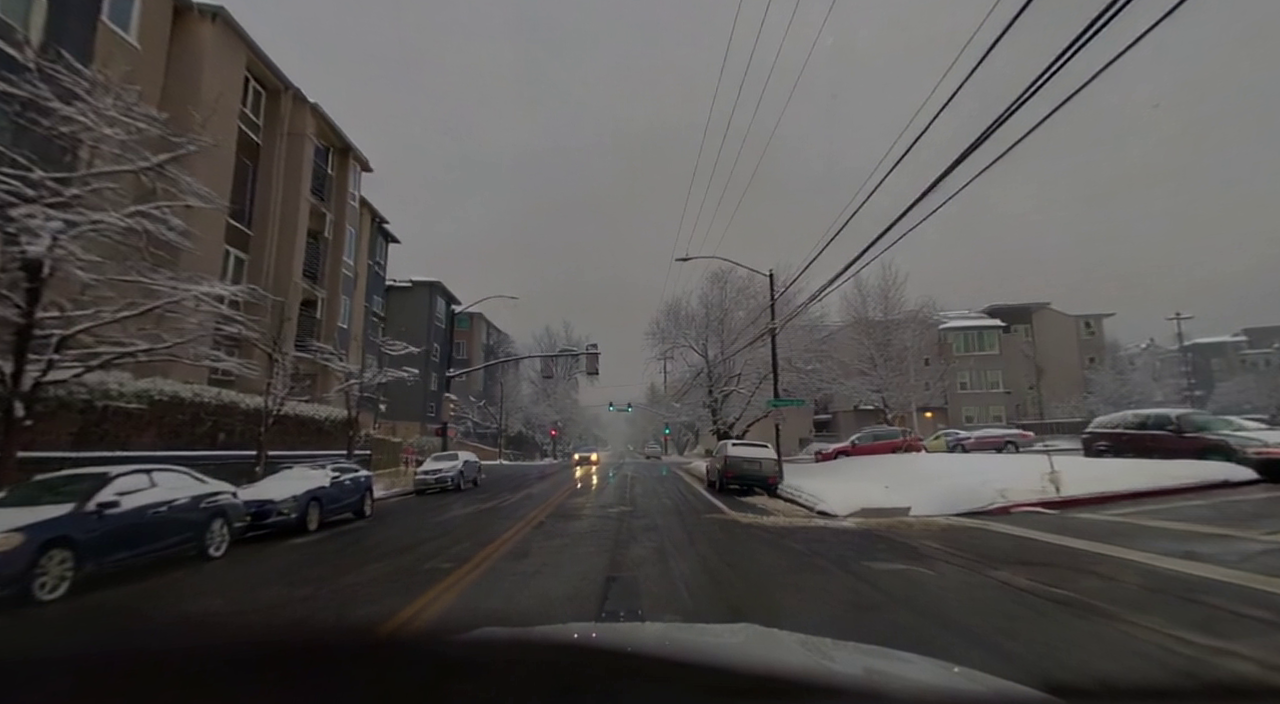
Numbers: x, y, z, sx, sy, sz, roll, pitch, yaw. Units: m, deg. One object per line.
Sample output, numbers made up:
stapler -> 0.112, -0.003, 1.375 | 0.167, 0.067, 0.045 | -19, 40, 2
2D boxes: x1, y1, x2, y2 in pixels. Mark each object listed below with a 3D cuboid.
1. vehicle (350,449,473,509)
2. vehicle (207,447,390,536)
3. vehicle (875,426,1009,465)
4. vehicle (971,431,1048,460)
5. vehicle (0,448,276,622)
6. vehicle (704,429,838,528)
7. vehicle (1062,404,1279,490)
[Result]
vehicle -> -6.434, 3.599, 18.444 | 1.934, 1.484, 4.630 | 0, -9, -1
vehicle -> -6.713, 2.721, 12.937 | 1.713, 1.531, 3.685 | 0, -8, -1
vehicle -> 11.872, 3.701, 25.032 | 4.348, 1.439, 1.907 | 0, -8, -6
vehicle -> 22.738, 5.766, 38.962 | 3.673, 1.554, 1.760 | 3, -8, 1
vehicle -> -6.482, 1.905, 7.563 | 1.789, 1.462, 4.313 | 0, -9, -2
vehicle -> 2.866, 2.818, 15.079 | 2.034, 1.689, 4.978 | 0, -4, -1
vehicle -> 12.580, 2.149, 14.328 | 4.591, 1.785, 1.921 | 0, -8, -1
